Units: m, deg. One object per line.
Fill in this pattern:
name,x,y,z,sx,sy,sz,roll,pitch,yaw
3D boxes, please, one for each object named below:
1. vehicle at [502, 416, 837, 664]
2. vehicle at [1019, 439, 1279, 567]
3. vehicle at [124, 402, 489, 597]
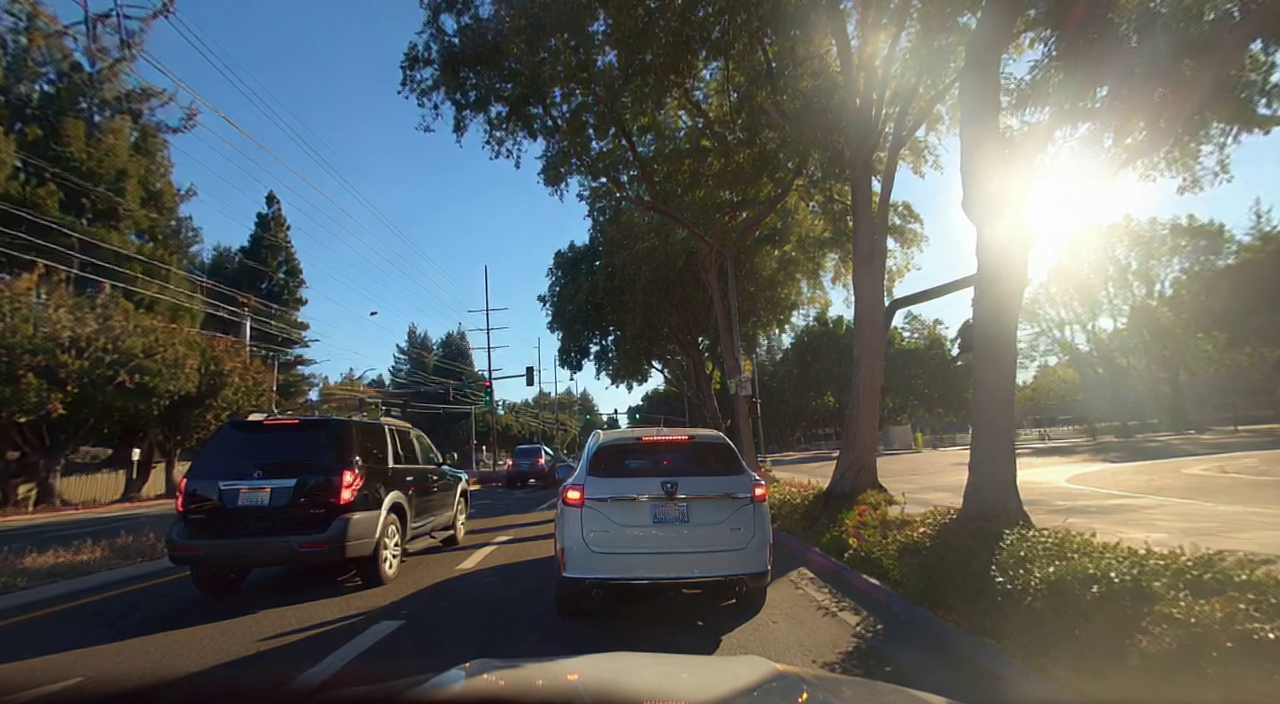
vehicle,0.116,1.450,5.946,2.056,1.487,4.003,0,-9,-2
vehicle,8.388,2.160,9.925,1.993,1.508,4.521,0,-9,-1
vehicle,-3.470,1.628,7.812,2.105,1.706,4.337,0,-9,0
